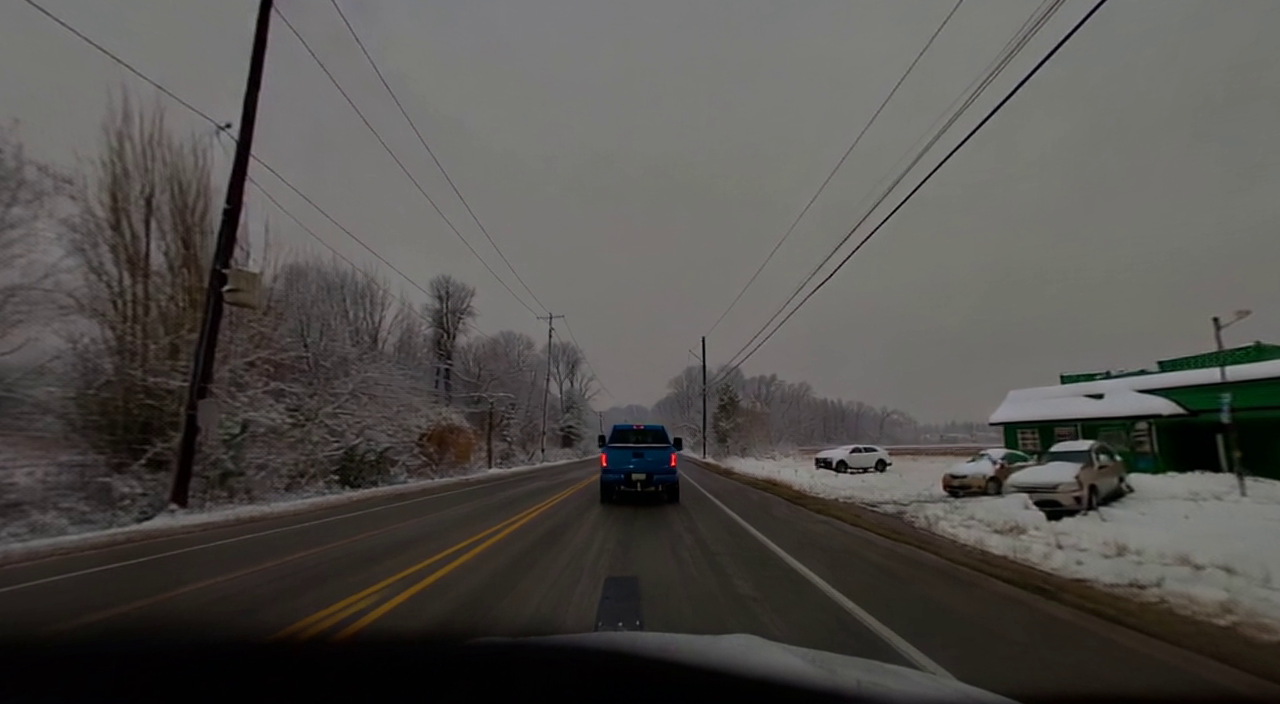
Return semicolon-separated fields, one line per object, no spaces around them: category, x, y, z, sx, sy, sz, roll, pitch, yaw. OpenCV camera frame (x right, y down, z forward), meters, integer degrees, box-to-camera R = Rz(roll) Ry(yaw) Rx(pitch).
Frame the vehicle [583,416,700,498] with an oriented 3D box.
vehicle;0.090;3.171;19.541;2.921;2.031;7.416;0;-8;1

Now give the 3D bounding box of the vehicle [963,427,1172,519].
vehicle;11.384;3.071;16.692;5.776;1.936;2.535;6;-8;-34

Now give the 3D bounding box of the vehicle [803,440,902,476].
vehicle;11.360;5.572;33.630;5.304;1.754;2.340;6;-11;-37
